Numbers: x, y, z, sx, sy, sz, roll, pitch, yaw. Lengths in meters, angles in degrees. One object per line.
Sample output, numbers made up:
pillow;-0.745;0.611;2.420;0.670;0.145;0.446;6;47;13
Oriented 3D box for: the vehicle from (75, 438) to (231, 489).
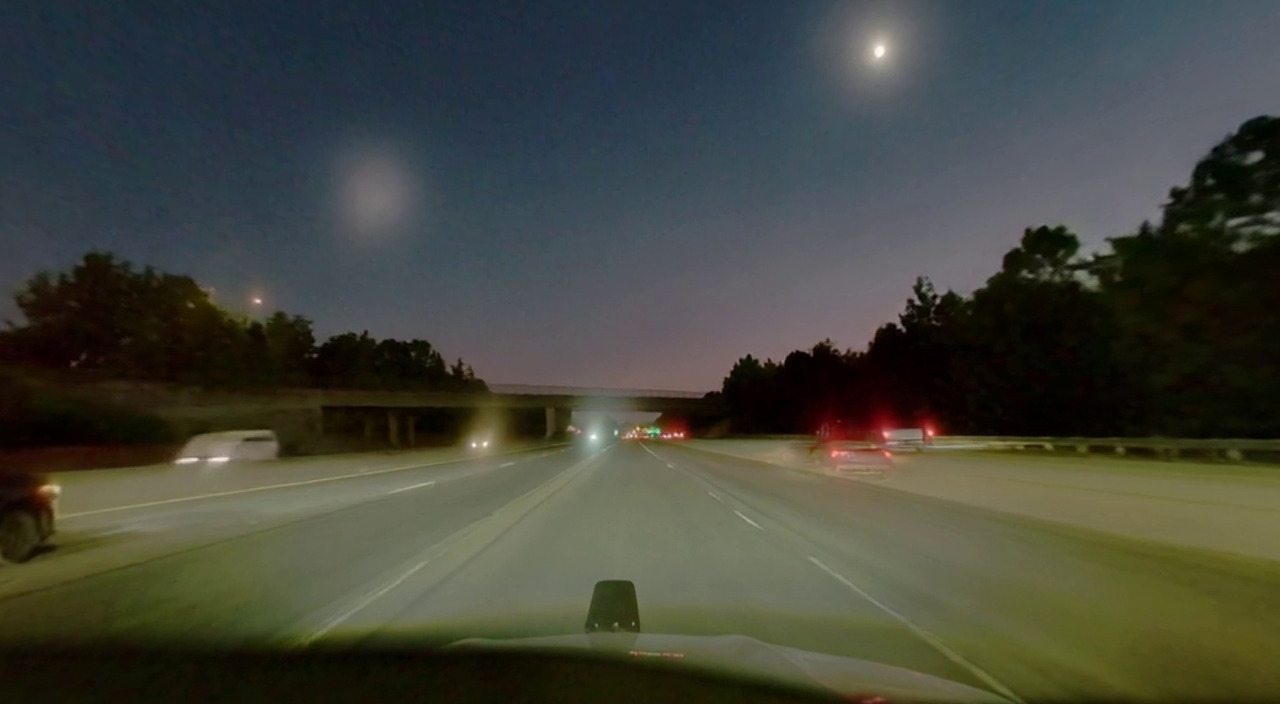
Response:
vehicle;-16.760;3.815;21.971;2.120;1.557;4.187;0;-8;-1
